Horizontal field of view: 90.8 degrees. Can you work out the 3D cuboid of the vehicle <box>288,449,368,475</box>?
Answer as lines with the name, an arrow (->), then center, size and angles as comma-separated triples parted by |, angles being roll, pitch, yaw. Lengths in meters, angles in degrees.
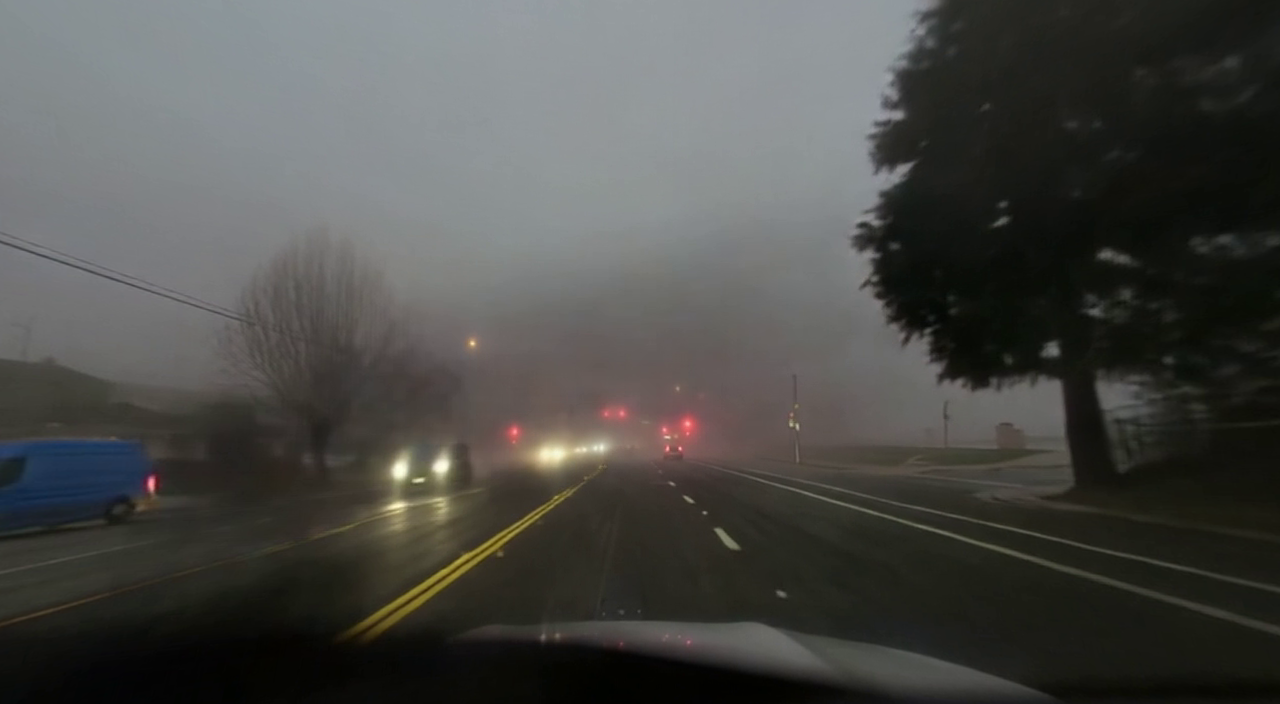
vehicle -> -20.919, 7.347, 42.484 | 4.354, 1.676, 1.905 | 0, -9, -2

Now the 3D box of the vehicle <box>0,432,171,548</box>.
vehicle -> -13.582, 2.941, 14.005 | 2.346, 2.217, 5.290 | 0, -8, -2

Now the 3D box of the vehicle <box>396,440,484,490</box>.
vehicle -> -7.464, 4.235, 24.079 | 1.958, 1.702, 4.386 | 0, -8, -1
